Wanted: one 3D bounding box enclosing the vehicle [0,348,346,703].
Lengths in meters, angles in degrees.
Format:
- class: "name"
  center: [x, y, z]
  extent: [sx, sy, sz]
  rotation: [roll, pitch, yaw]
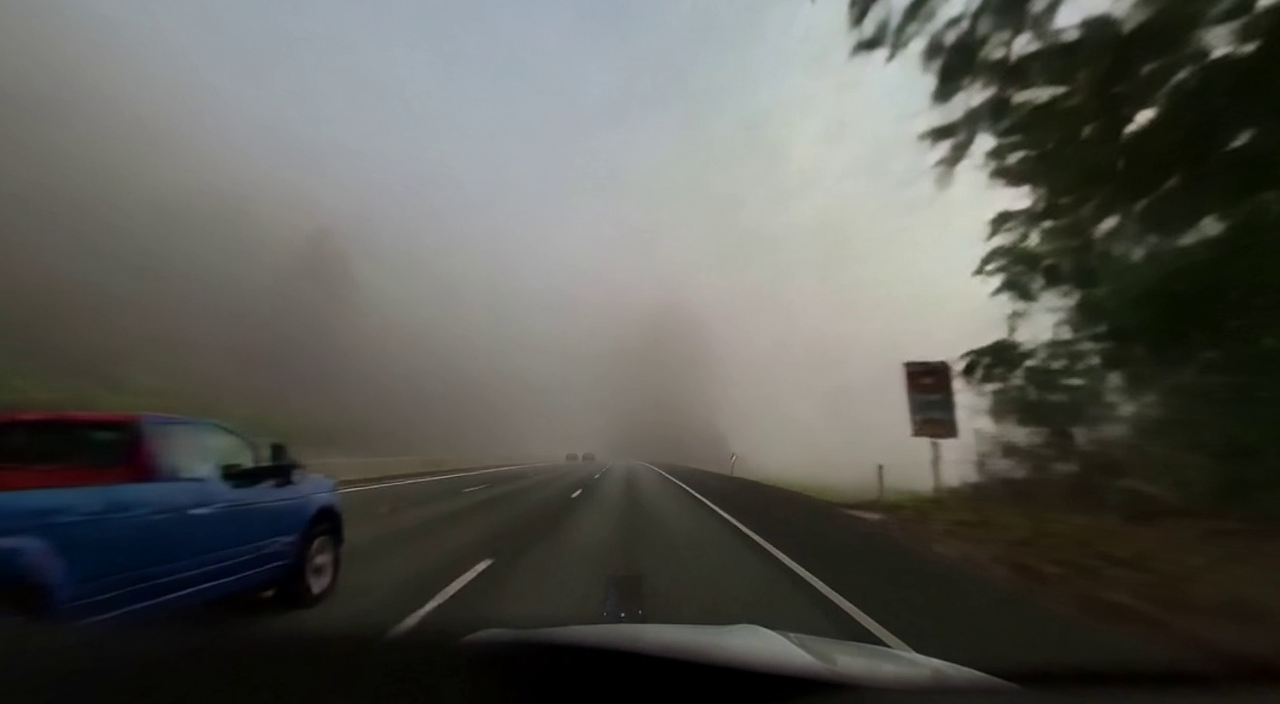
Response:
- class: "vehicle"
  center: [-3.483, 0.880, 2.563]
  extent: [2.279, 1.683, 4.726]
  rotation: [0, -9, 0]
